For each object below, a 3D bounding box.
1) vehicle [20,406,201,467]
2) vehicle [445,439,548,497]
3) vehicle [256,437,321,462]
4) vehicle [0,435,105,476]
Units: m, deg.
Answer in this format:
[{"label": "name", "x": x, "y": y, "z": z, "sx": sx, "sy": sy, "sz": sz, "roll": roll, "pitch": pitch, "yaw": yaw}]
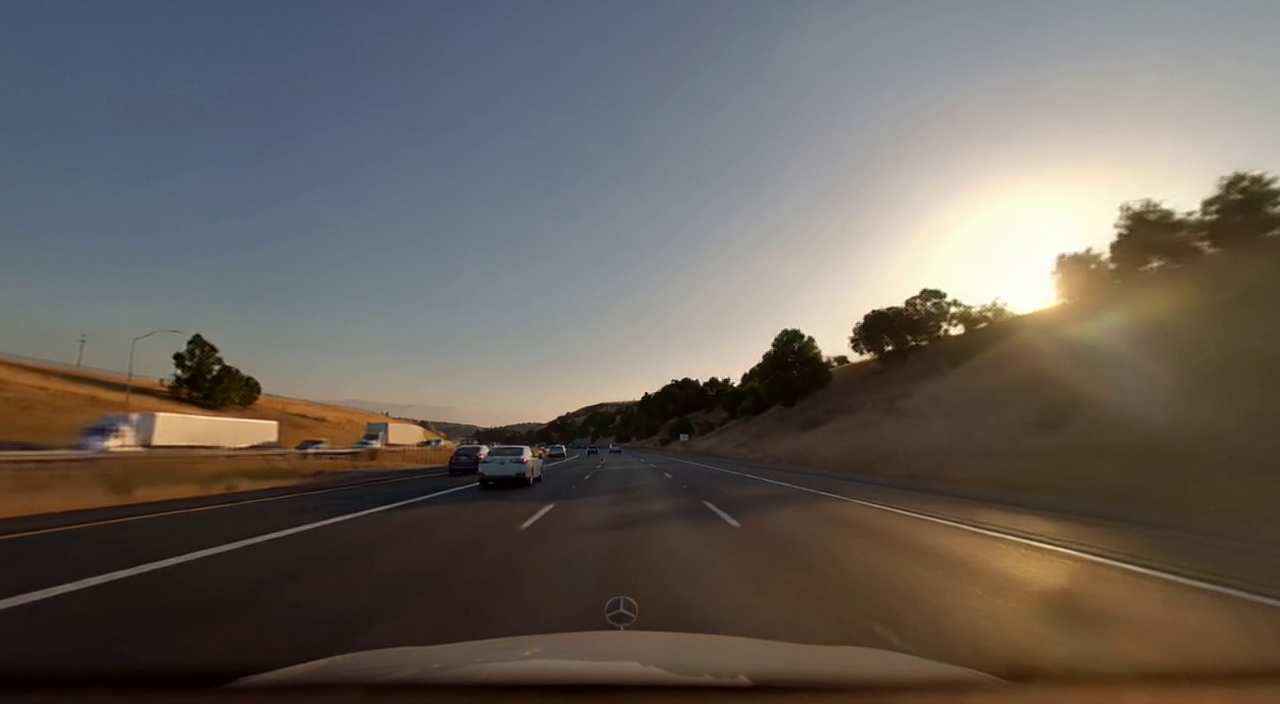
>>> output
[{"label": "vehicle", "x": -32.892, "y": 5.422, "z": 40.079, "sx": 3.205, "sy": 3.371, "sz": 9.610, "roll": 0, "pitch": -9, "yaw": -1}, {"label": "vehicle", "x": -4.145, "y": 3.429, "z": 19.130, "sx": 2.073, "sy": 1.516, "sz": 4.478, "roll": 0, "pitch": -9, "yaw": 0}, {"label": "vehicle", "x": -25.481, "y": 7.106, "z": 45.998, "sx": 2.068, "sy": 1.700, "sz": 4.741, "roll": 0, "pitch": -9, "yaw": -1}, {"label": "vehicle", "x": -24.819, "y": 4.207, "z": 25.844, "sx": 1.840, "sy": 1.483, "sz": 4.590, "roll": 0, "pitch": -9, "yaw": -1}]
